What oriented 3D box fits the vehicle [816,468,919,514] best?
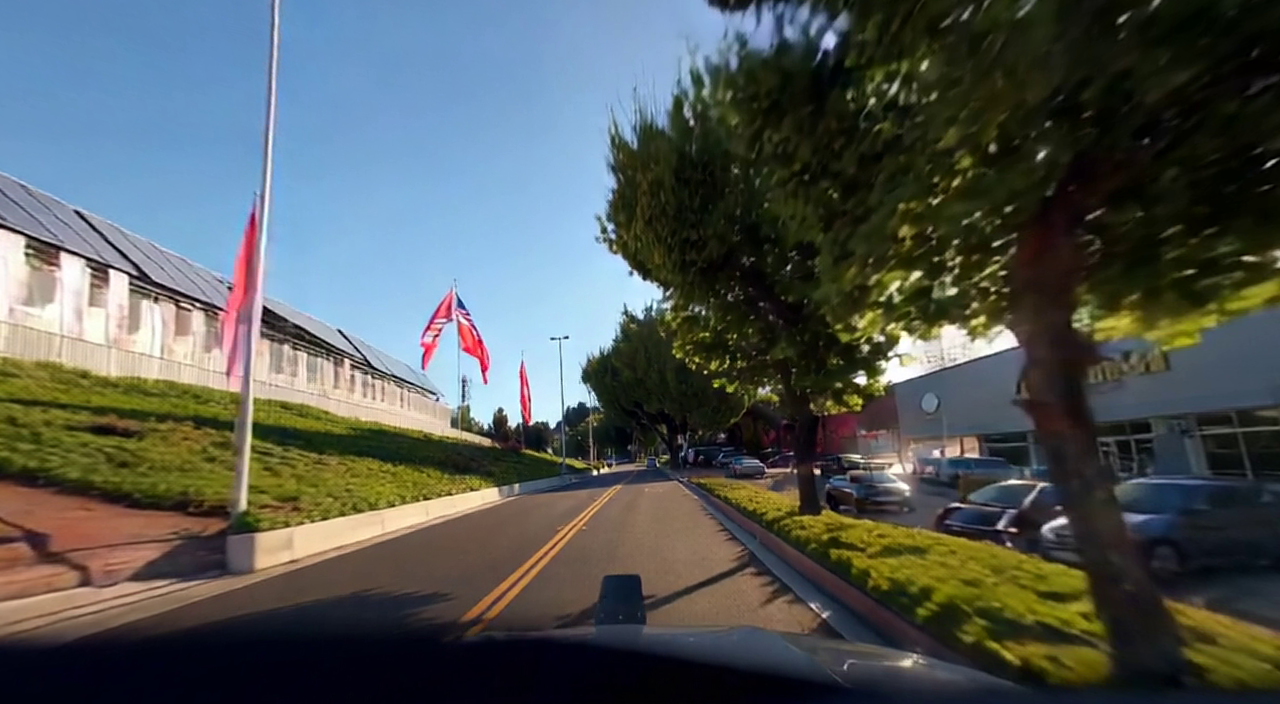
[{"bbox_3d":[8.270,5.072,23.241,1.981,1.471,3.636,3,-10,-9],"label":"vehicle"}]

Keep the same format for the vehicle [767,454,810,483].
[{"bbox_3d":[10.729,8.414,45.749,2.113,1.945,4.546,0,-9,2],"label":"vehicle"}]

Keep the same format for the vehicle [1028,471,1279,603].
[{"bbox_3d":[8.616,2.660,9.361,4.320,1.636,1.887,0,-9,5],"label":"vehicle"}]

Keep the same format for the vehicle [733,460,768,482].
[{"bbox_3d":[8.152,8.797,46.592,1.909,1.496,4.079,0,-9,1],"label":"vehicle"}]
